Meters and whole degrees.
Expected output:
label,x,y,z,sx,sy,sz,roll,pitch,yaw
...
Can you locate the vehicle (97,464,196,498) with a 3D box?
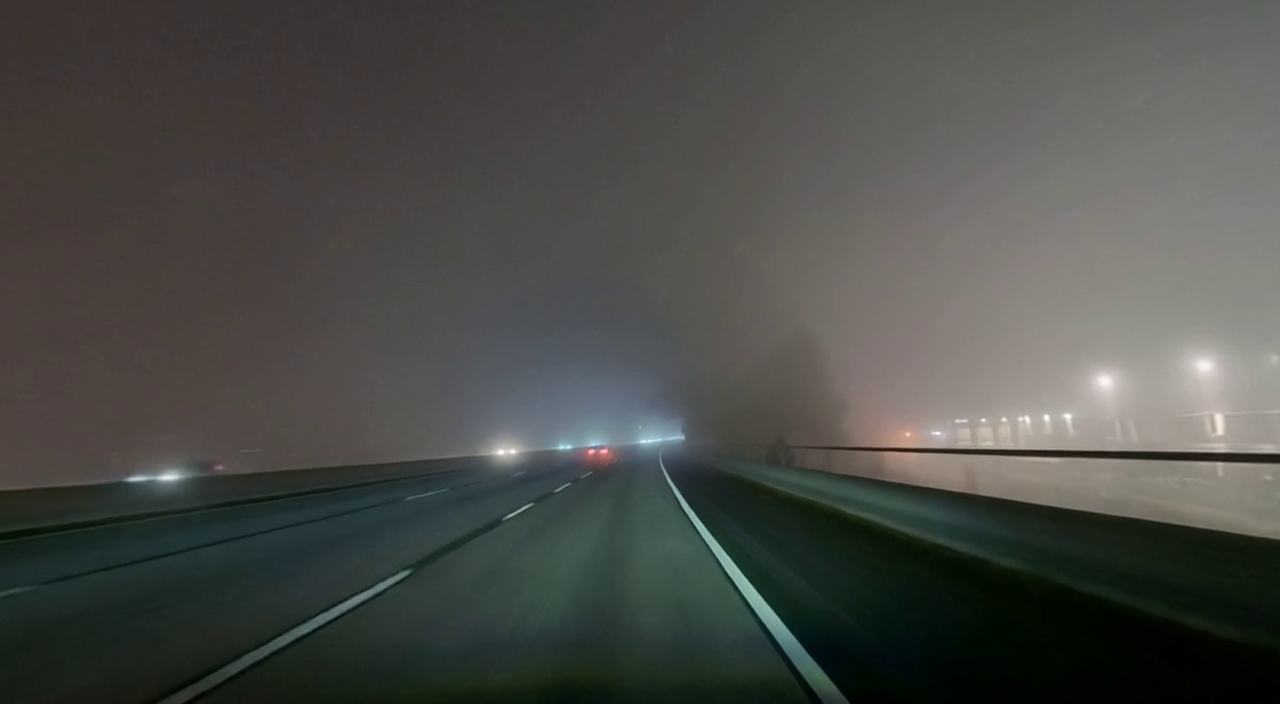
label,x,y,z,sx,sy,sz,roll,pitch,yaw
vehicle,-24.592,6.411,31.409,1.756,1.475,3.880,0,-9,1
